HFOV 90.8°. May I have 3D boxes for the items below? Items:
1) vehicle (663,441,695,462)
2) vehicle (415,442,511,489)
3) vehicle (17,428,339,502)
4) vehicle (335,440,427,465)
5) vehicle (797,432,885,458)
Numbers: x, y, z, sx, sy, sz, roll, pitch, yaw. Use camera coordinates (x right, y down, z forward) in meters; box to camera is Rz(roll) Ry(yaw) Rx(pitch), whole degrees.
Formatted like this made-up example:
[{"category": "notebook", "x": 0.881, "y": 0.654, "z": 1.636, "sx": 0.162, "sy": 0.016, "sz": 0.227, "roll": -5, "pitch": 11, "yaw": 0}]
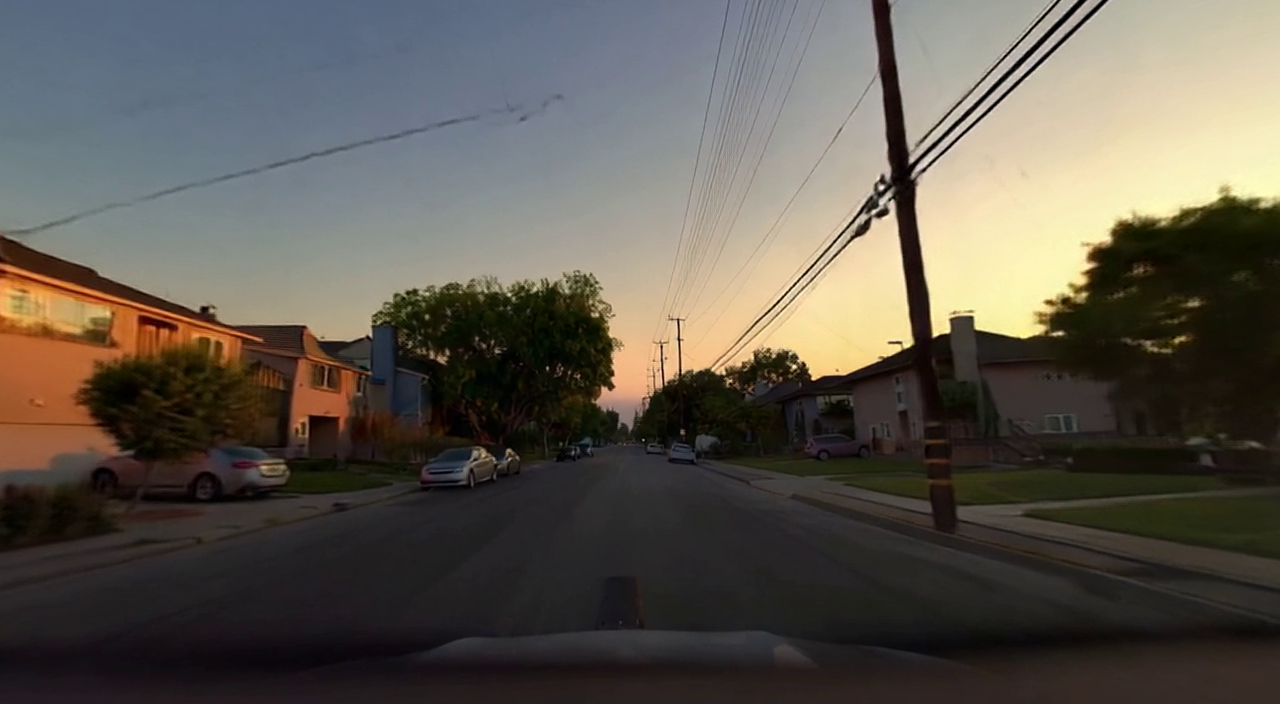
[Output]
[{"category": "vehicle", "x": 2.815, "y": 7.341, "z": 46.726, "sx": 1.925, "sy": 1.482, "sz": 4.326, "roll": 0, "pitch": -8, "yaw": -2}, {"category": "vehicle", "x": -6.372, "y": 4.117, "z": 23.428, "sx": 2.208, "sy": 1.491, "sz": 5.089, "roll": 0, "pitch": -8, "yaw": -1}, {"category": "vehicle", "x": -12.182, "y": 3.012, "z": 17.197, "sx": 6.619, "sy": 1.759, "sz": 2.632, "roll": 0, "pitch": -8, "yaw": -2}, {"category": "vehicle", "x": -16.034, "y": 6.237, "z": 39.282, "sx": 4.833, "sy": 1.489, "sz": 1.987, "roll": 0, "pitch": -8, "yaw": 2}, {"category": "vehicle", "x": 12.050, "y": 5.623, "z": 38.041, "sx": 4.605, "sy": 1.492, "sz": 1.898, "roll": 0, "pitch": -8, "yaw": -1}]
